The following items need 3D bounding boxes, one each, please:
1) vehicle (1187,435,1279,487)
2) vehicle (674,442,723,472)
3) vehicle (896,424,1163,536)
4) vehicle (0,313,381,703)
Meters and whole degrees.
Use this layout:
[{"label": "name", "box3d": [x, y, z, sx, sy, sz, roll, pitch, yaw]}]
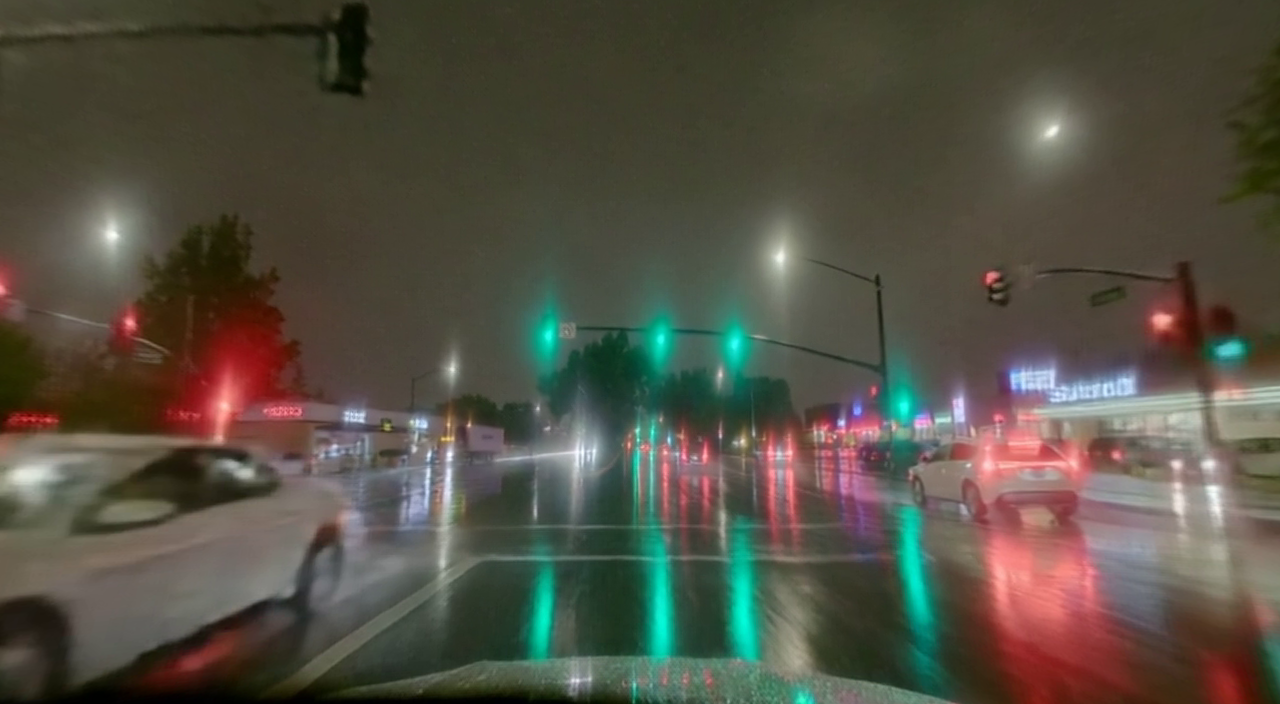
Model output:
[{"label": "vehicle", "box3d": [19.388, 3.345, 19.657, 4.235, 1.465, 2.109, 4, -10, -28]}, {"label": "vehicle", "box3d": [3.065, 5.620, 33.995, 2.099, 1.463, 4.365, 0, -8, -2]}, {"label": "vehicle", "box3d": [6.815, 2.272, 11.879, 2.002, 1.651, 4.647, 0, -8, -1]}, {"label": "vehicle", "box3d": [-3.416, 0.887, 2.986, 2.304, 1.794, 5.004, 0, -8, -1]}]
